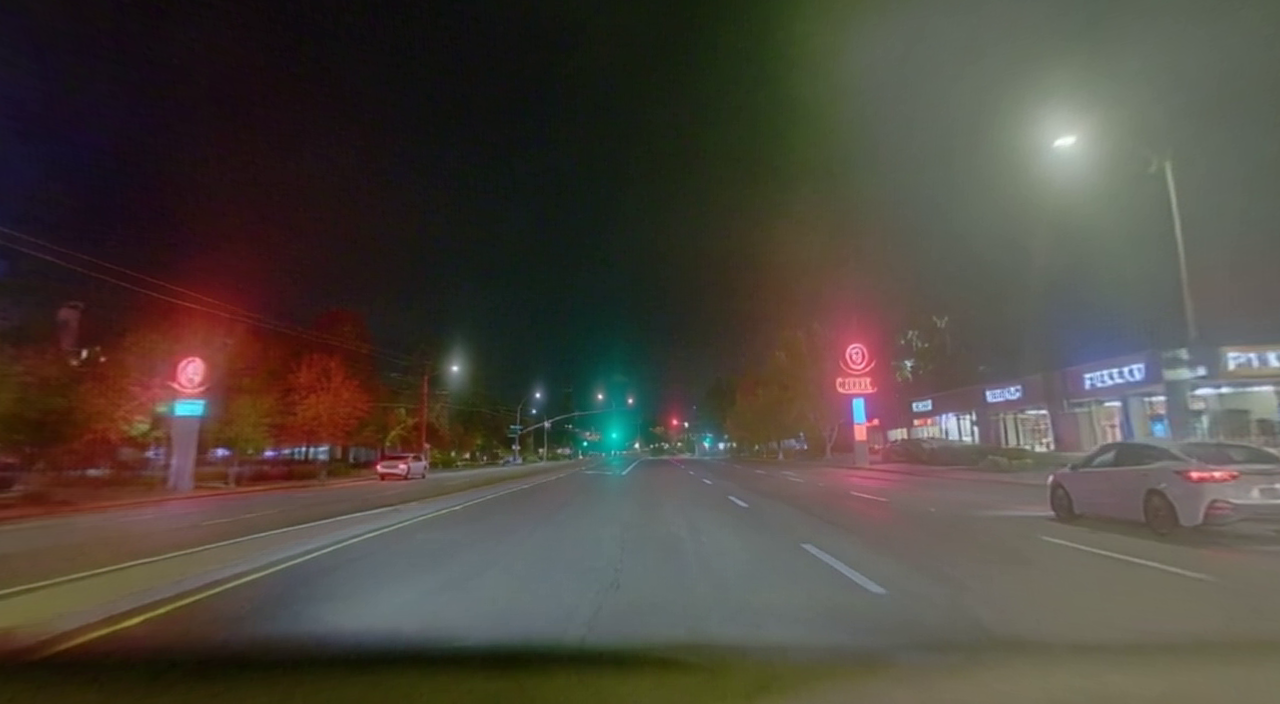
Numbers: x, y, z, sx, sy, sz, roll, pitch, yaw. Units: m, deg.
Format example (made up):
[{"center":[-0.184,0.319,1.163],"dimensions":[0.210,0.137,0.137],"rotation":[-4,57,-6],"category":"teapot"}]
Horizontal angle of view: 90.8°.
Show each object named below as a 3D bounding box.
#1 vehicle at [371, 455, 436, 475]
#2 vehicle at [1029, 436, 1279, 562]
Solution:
[{"center":[-18.505,8.826,49.386],"dimensions":[4.523,1.494,1.857],"rotation":[-3,-9,17],"category":"vehicle"},{"center":[8.211,2.031,9.568],"dimensions":[1.936,1.460,4.258],"rotation":[0,-8,1],"category":"vehicle"}]
